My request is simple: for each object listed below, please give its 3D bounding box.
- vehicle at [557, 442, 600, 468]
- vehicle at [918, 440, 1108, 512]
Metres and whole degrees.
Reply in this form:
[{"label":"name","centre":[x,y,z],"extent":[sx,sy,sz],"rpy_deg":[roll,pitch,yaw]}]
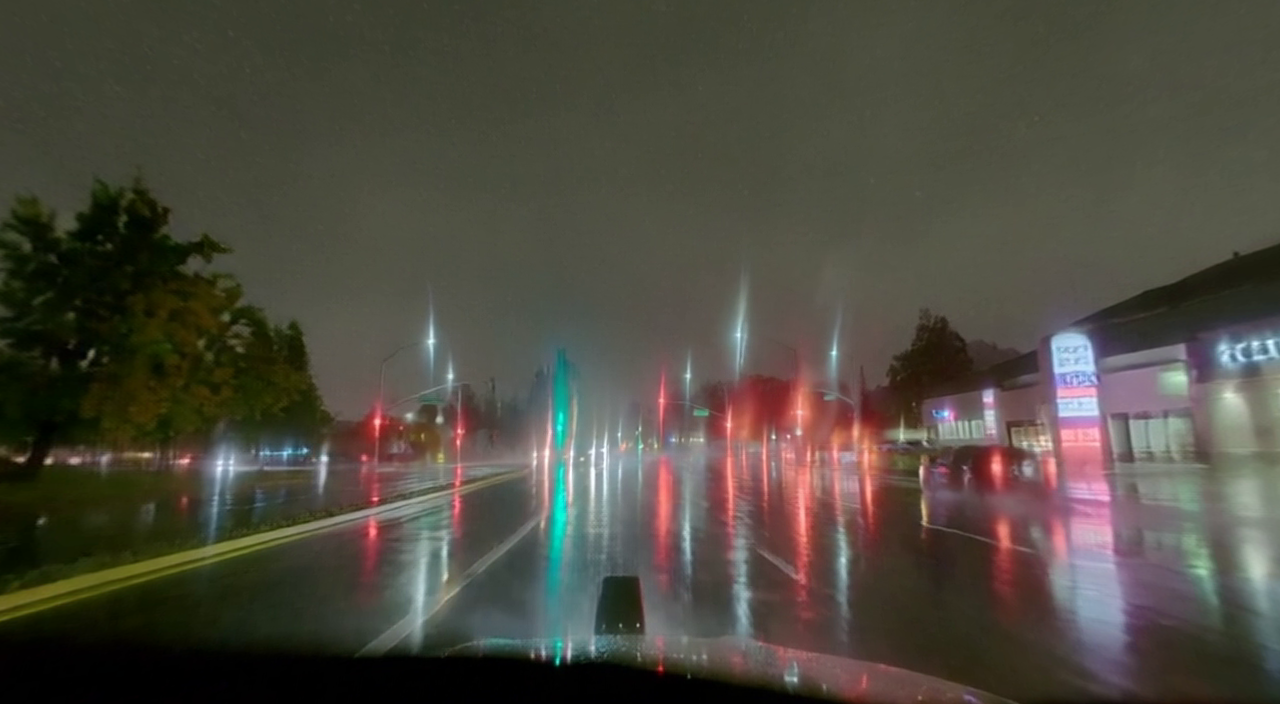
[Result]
[{"label":"vehicle","centre":[-3.705,6.364,39.087],"extent":[2.121,1.481,4.708],"rpy_deg":[0,-8,1]},{"label":"vehicle","centre":[8.632,2.877,15.171],"extent":[1.936,1.460,4.258],"rpy_deg":[0,-8,0]}]
